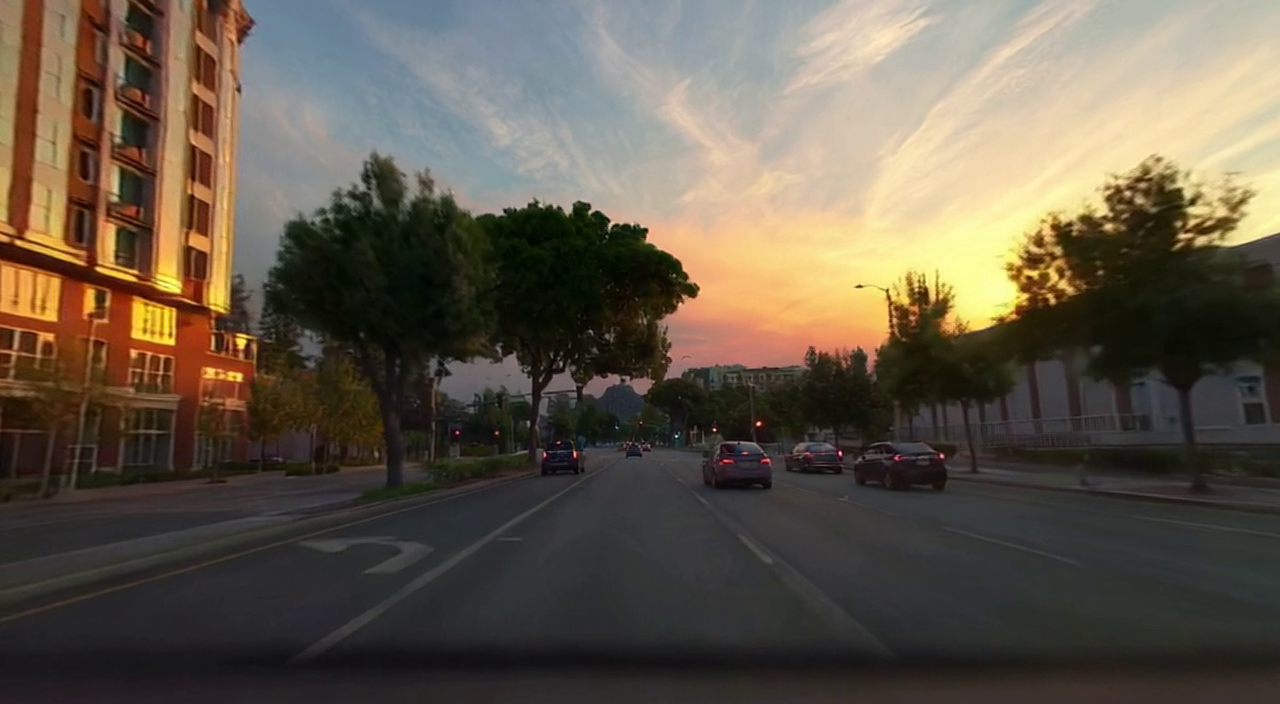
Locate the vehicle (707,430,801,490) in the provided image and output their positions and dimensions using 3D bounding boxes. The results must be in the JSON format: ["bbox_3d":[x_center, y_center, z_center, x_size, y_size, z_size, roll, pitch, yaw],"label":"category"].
[{"bbox_3d":[3.632,3.541,21.113,2.152,1.742,4.704,0,-8,-1],"label":"vehicle"}]

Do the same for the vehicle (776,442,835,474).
[{"bbox_3d":[8.262,5.322,31.973,1.884,1.478,4.164,0,-8,1],"label":"vehicle"}]

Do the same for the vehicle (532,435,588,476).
[{"bbox_3d":[-3.770,4.947,30.463,2.155,1.797,3.989,-1,-8,1],"label":"vehicle"}]

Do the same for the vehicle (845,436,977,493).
[{"bbox_3d":[8.141,3.406,19.546,1.944,1.503,4.723,0,-8,0],"label":"vehicle"}]

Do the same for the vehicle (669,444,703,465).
[{"bbox_3d":[3.359,7.613,47.027,2.054,1.473,4.511,0,-8,-2],"label":"vehicle"}]
